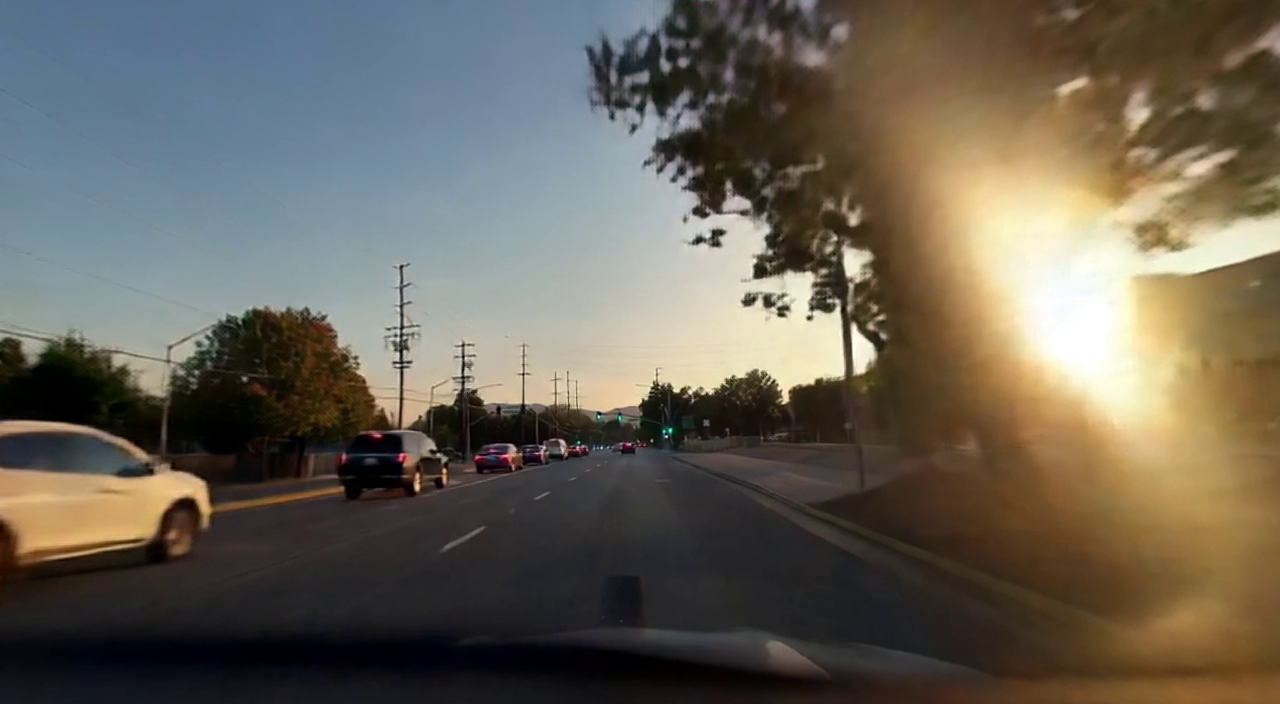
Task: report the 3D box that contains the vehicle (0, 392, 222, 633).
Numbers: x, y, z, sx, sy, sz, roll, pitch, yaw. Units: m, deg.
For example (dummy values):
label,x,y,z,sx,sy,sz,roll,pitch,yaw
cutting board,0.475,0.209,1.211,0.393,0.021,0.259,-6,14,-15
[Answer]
label,x,y,z,sx,sy,sz,roll,pitch,yaw
vehicle,-5.625,1.220,4.997,2.041,1.698,4.094,1,-9,-5

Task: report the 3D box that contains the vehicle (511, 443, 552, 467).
label,x,y,z,sx,sy,sz,roll,pitch,yaw
vehicle,-7.187,6.845,42.193,2.008,1.456,4.409,0,-9,0

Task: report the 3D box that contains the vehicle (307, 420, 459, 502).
label,x,y,z,sx,sy,sz,roll,pitch,yaw
vehicle,-6.649,2.887,17.110,2.337,1.862,4.924,1,-9,-4

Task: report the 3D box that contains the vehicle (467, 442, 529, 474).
label,x,y,z,sx,sy,sz,roll,pitch,yaw
vehicle,-7.245,5.473,32.865,2.030,1.482,4.818,0,-9,1
